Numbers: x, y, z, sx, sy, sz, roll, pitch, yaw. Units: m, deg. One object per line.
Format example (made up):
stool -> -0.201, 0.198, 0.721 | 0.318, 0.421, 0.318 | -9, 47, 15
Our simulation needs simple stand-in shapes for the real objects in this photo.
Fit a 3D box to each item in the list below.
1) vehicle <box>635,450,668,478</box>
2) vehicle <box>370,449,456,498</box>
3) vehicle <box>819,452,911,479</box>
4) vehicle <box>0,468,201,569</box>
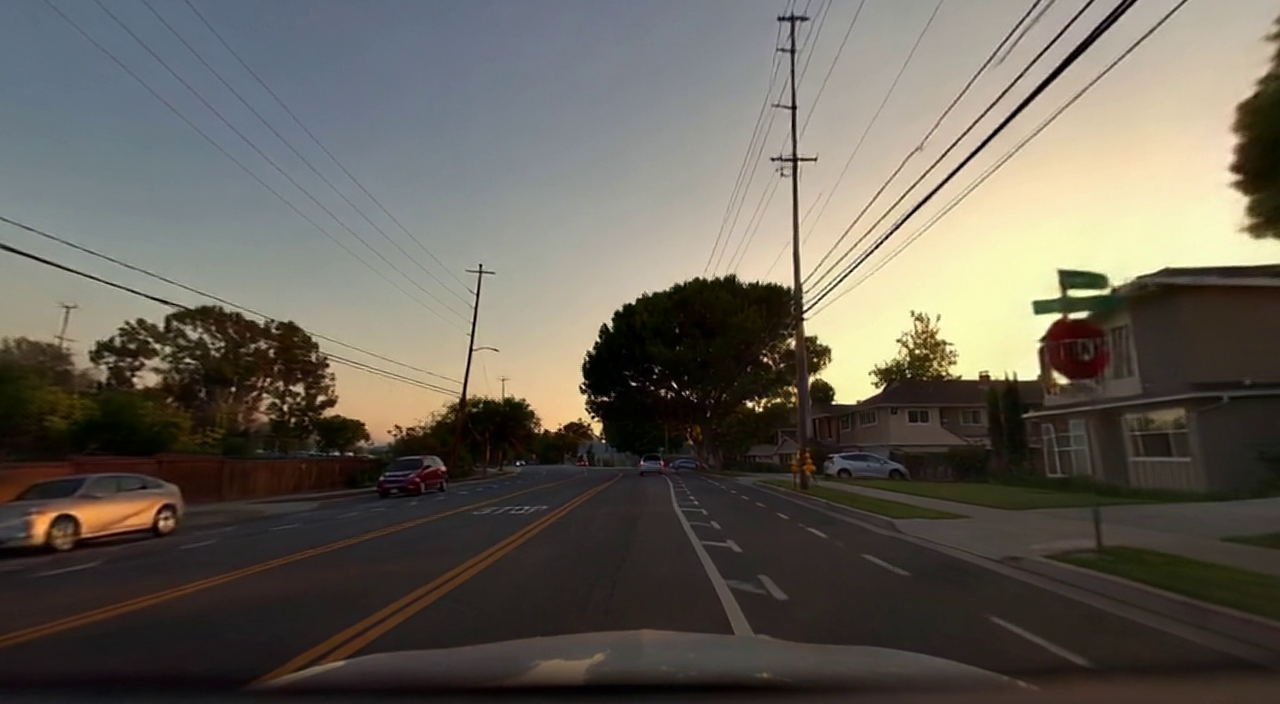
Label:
vehicle -> 0.855, 8.127, 46.131 | 2.284, 1.741, 4.702 | 2, -8, 2
vehicle -> -10.568, 5.662, 29.822 | 1.998, 2.047, 5.167 | 0, -8, 1
vehicle -> 13.183, 6.647, 37.071 | 4.648, 1.511, 1.919 | 0, -8, -1
vehicle -> -11.387, 3.154, 12.632 | 1.965, 1.455, 4.472 | 0, -8, -1
